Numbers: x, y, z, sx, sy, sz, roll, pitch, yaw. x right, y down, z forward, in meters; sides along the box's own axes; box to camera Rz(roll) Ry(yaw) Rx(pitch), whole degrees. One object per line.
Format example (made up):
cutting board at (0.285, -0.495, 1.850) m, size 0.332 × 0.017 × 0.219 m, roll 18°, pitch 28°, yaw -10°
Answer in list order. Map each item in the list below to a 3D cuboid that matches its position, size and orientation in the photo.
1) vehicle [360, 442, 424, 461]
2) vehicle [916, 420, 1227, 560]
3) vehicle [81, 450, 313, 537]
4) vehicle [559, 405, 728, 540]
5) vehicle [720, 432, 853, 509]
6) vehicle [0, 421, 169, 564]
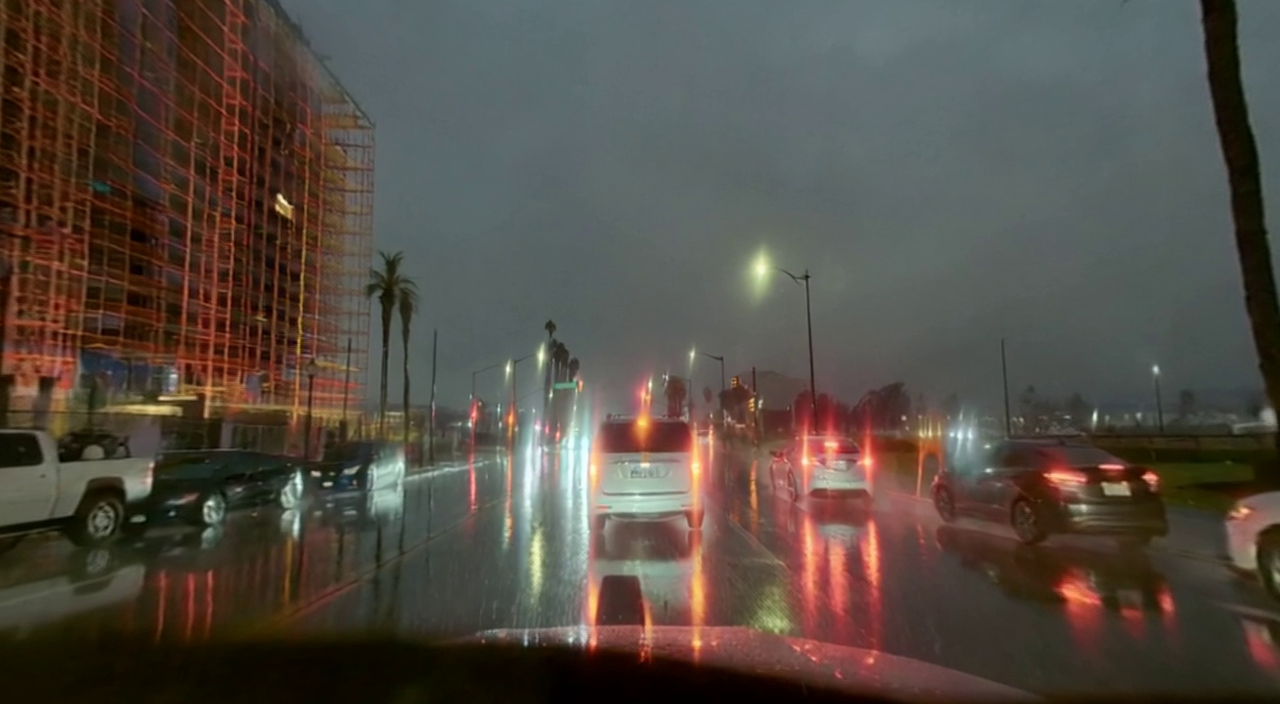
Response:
vehicle at (-19.402, 7.781, 49.590) m, size 1.759 × 1.457 × 4.297 m, roll -7°, pitch -11°, yaw 38°
vehicle at (6.187, 1.952, 9.819) m, size 1.819 × 1.672 × 4.139 m, roll 0°, pitch -7°, yaw -1°
vehicle at (-9.827, 3.113, 14.619) m, size 2.054 × 1.467 × 4.595 m, roll -3°, pitch -7°, yaw 1°
vehicle at (0.026, 1.930, 10.671) m, size 2.264 × 1.798 × 4.258 m, roll 0°, pitch -8°, yaw 0°
vehicle at (3.140, 2.631, 14.487) m, size 1.999 × 1.487 × 3.939 m, roll 0°, pitch -8°, yaw -2°
vehicle at (-9.991, 2.063, 8.784) m, size 2.294 × 1.948 × 6.025 m, roll -6°, pitch -10°, yaw 0°
